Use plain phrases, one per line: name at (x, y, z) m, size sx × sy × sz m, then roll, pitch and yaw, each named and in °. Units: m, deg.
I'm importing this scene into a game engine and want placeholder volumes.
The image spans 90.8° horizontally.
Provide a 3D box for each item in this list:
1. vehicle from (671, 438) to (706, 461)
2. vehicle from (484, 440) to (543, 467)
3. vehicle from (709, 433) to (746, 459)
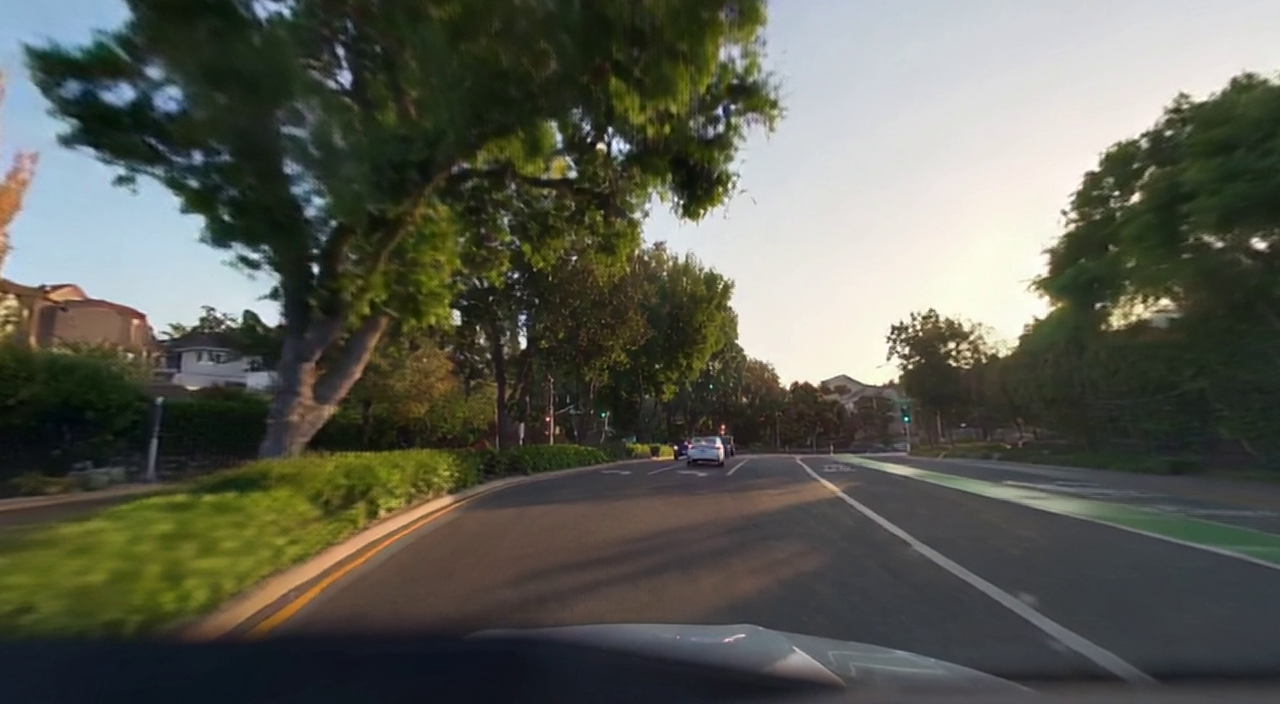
vehicle at (3.447, 6.808, 44.284) m, size 1.923 × 1.498 × 3.887 m, roll -2°, pitch -9°, yaw 12°
vehicle at (-7.498, 6.108, 38.035) m, size 1.947 × 1.486 × 4.862 m, roll -1°, pitch -9°, yaw 8°
vehicle at (6.318, 6.712, 45.019) m, size 2.286 × 1.701 × 4.395 m, roll -2°, pitch -9°, yaw 11°
